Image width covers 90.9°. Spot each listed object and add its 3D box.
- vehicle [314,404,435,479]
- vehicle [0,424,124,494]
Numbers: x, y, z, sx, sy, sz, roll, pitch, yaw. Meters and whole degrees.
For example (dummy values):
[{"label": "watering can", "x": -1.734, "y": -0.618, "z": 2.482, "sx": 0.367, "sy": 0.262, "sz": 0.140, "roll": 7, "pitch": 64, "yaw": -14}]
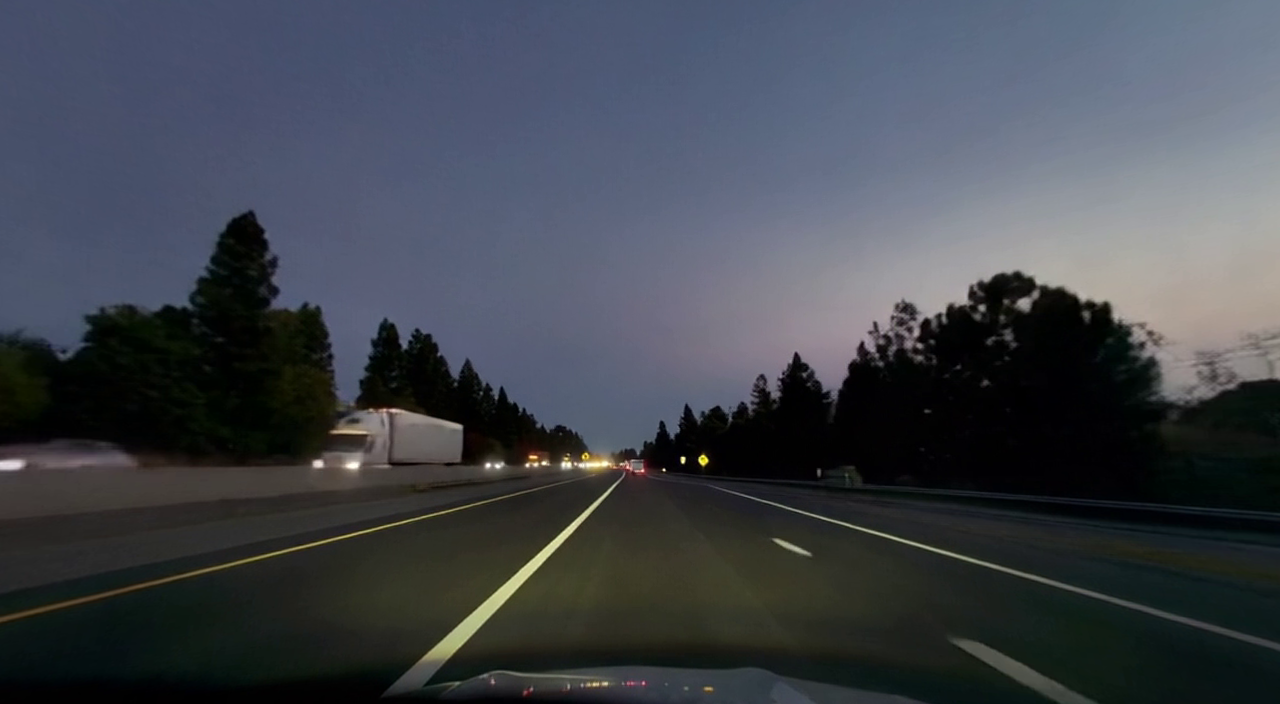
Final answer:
[{"label": "vehicle", "x": -16.008, "y": 5.760, "z": 39.249, "sx": 2.974, "sy": 3.982, "sz": 10.261, "roll": 1, "pitch": -10, "yaw": 0}, {"label": "vehicle", "x": -15.673, "y": 2.669, "z": 15.662, "sx": 1.889, "sy": 1.586, "sz": 4.435, "roll": 1, "pitch": -10, "yaw": 0}]
